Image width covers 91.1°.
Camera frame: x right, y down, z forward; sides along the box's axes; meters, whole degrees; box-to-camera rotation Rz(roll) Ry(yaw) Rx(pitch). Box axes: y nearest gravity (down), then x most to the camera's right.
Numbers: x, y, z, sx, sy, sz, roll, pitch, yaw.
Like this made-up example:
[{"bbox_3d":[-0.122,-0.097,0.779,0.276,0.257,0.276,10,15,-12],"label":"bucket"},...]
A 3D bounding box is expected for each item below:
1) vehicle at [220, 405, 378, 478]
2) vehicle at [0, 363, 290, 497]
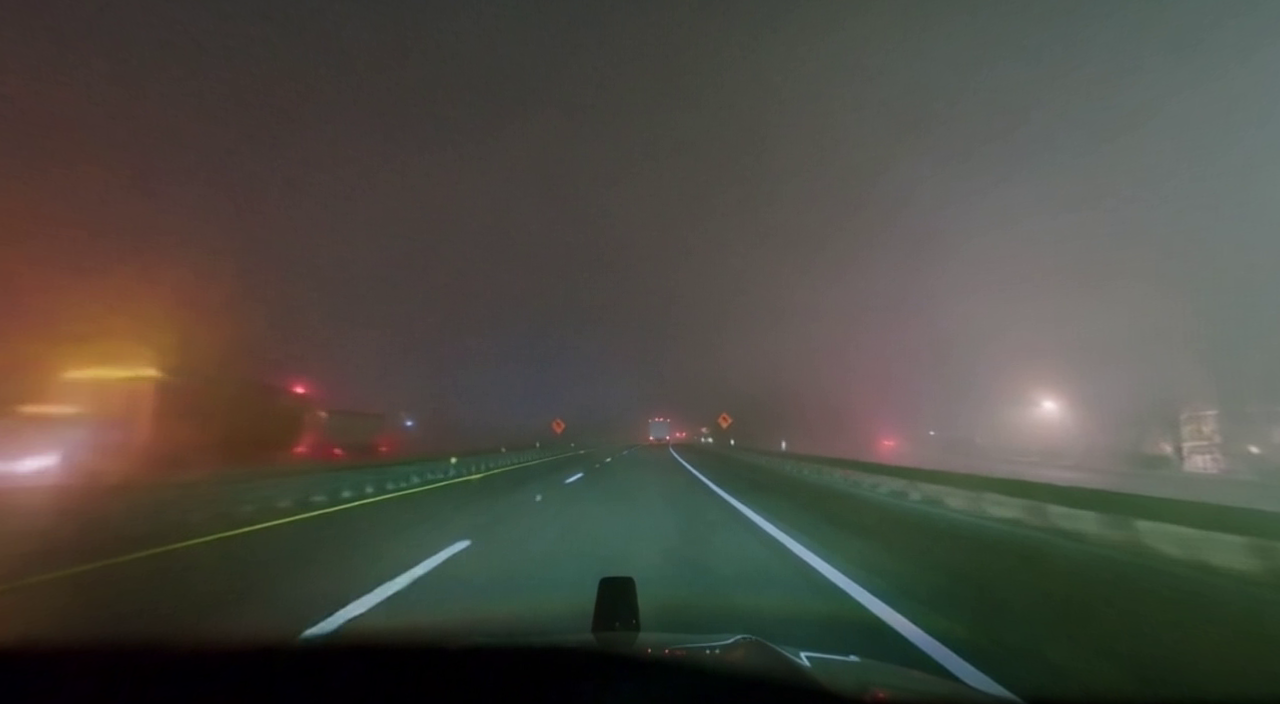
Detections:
[{"bbox_3d":[-16.830,4.513,32.061,2.818,3.168,8.954,0,-8,2],"label":"vehicle"},{"bbox_3d":[-17.047,2.862,22.773,3.080,3.801,9.455,0,-8,1],"label":"vehicle"}]
